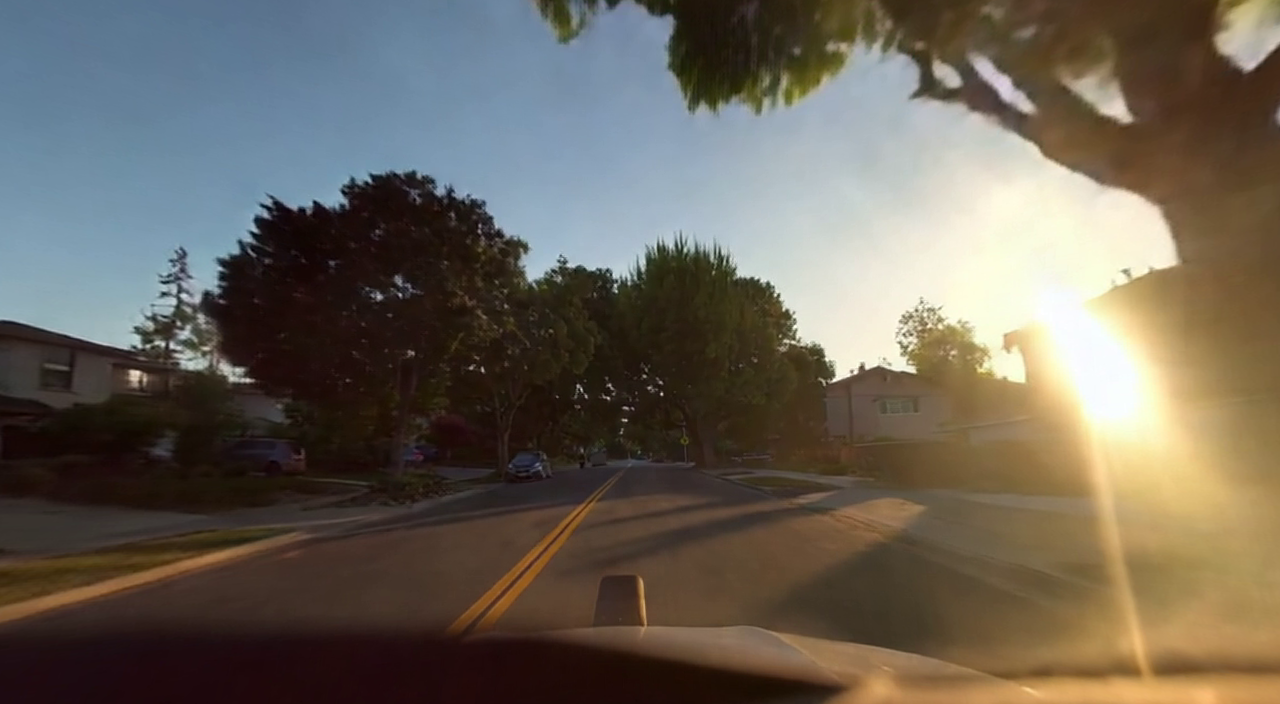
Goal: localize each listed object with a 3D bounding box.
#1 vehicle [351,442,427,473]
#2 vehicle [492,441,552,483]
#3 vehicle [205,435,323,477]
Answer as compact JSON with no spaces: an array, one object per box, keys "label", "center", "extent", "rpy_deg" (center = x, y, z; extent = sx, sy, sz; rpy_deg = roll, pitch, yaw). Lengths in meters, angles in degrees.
[{"label":"vehicle","center":[-16.872,7.072,42.346],"extent":[4.742,1.495,1.963],"rpy_deg":[-11,-11,23]},{"label":"vehicle","center":[-5.662,5.447,30.776],"extent":[1.924,1.765,4.542],"rpy_deg":[-3,-12,1]},{"label":"vehicle","center":[-14.667,4.032,24.543],"extent":[4.668,1.491,1.941],"rpy_deg":[-6,-10,32]}]
